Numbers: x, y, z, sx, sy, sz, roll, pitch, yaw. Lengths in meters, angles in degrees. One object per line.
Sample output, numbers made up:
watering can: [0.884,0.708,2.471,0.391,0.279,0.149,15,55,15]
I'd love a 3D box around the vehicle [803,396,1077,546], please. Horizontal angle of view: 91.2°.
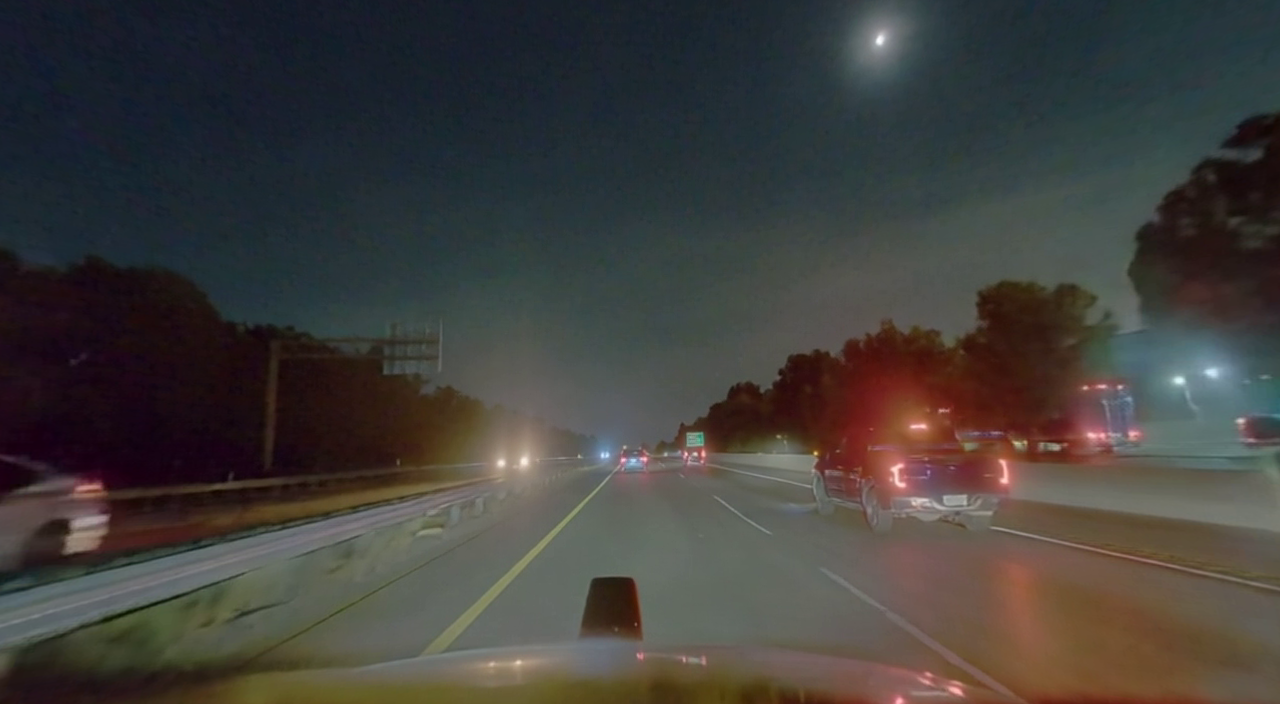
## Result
vehicle: [4.586,1.939,10.722,2.261,1.952,4.784,0,-9,0]

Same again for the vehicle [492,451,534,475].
vehicle: [-8.957,7.865,44.608,1.912,1.532,4.610,-1,-9,1]

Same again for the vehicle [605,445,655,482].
vehicle: [-0.381,4.820,27.332,2.029,1.483,3.769,0,-9,1]

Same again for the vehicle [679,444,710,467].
vehicle: [4.054,7.718,46.847,1.936,1.589,3.915,0,-9,0]
